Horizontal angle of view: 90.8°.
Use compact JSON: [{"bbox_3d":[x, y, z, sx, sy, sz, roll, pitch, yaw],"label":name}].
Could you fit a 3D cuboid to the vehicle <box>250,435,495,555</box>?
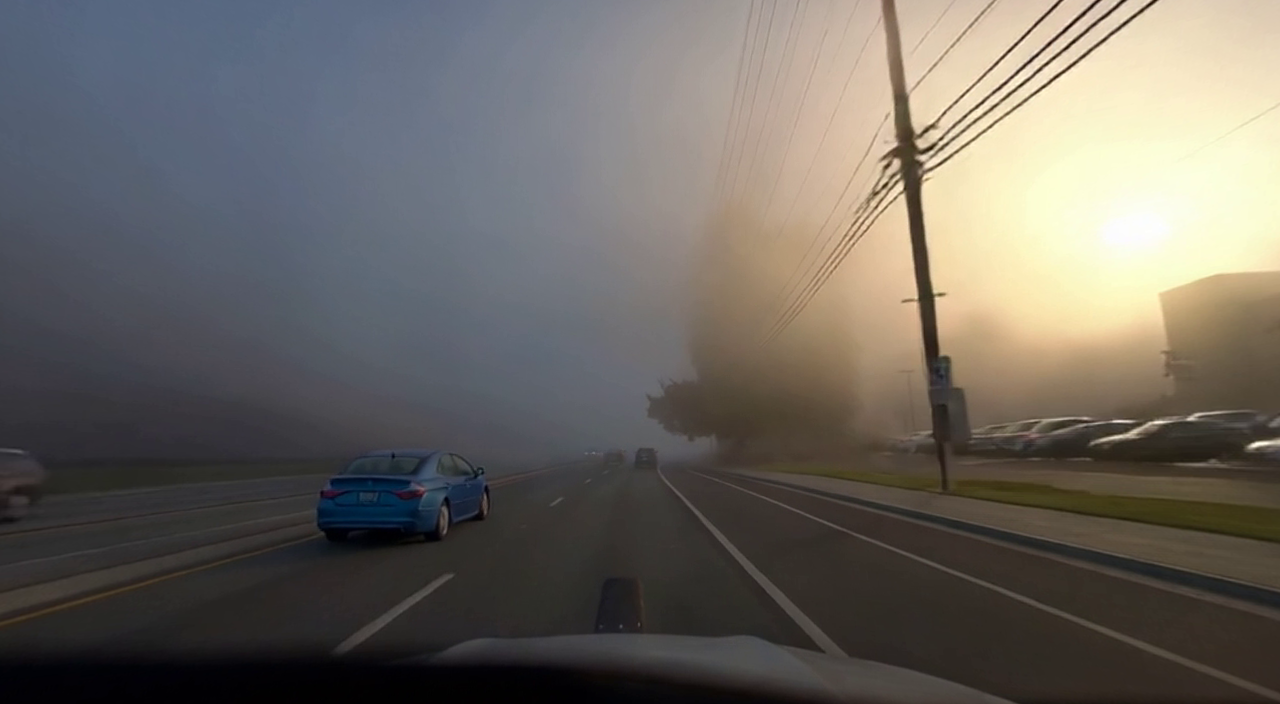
[{"bbox_3d":[-3.898,2.139,10.300,1.928,1.488,4.635,0,-8,1],"label":"vehicle"}]
